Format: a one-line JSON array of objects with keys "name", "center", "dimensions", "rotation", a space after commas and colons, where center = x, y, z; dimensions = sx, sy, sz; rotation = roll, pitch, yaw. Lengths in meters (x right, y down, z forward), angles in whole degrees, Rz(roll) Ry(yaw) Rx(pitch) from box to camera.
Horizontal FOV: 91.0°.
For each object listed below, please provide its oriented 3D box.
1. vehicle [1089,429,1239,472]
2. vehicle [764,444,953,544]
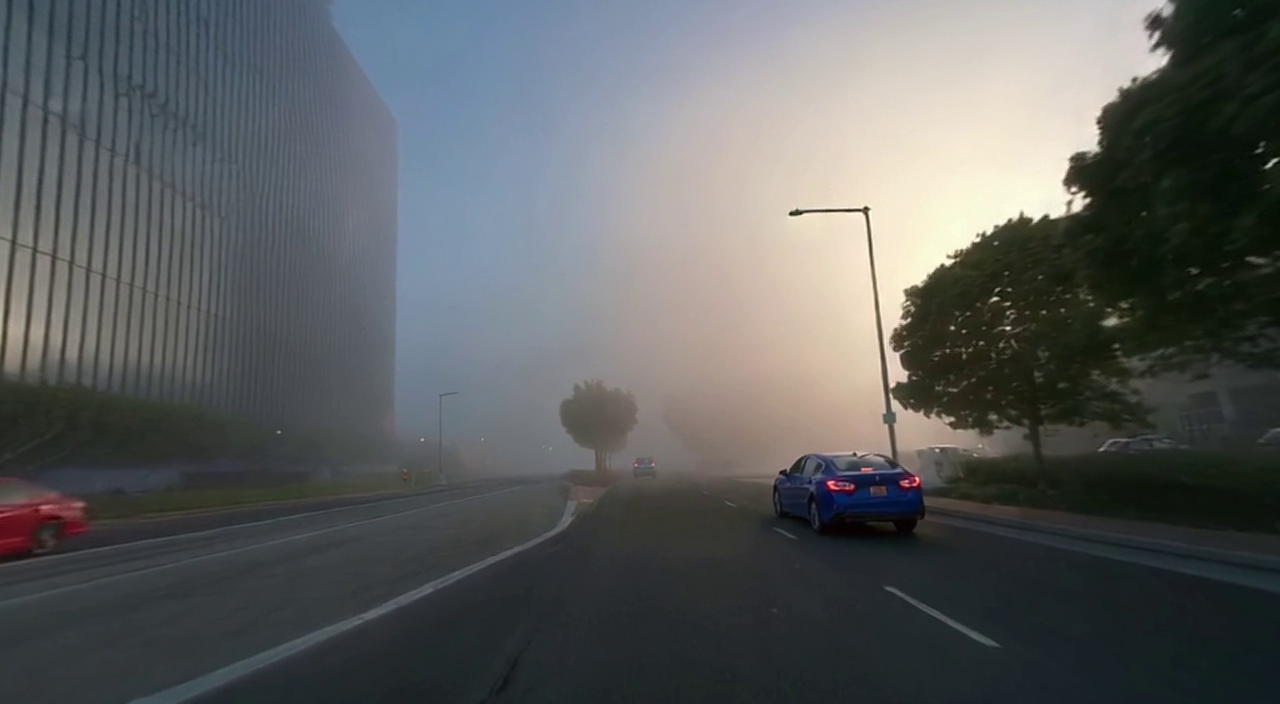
[{"name": "vehicle", "center": [20.735, 3.896, 25.022], "dimensions": [4.373, 1.580, 1.729], "rotation": [0, -9, -2]}, {"name": "vehicle", "center": [3.779, 2.512, 11.797], "dimensions": [1.993, 1.501, 4.127], "rotation": [0, -9, -1]}]
